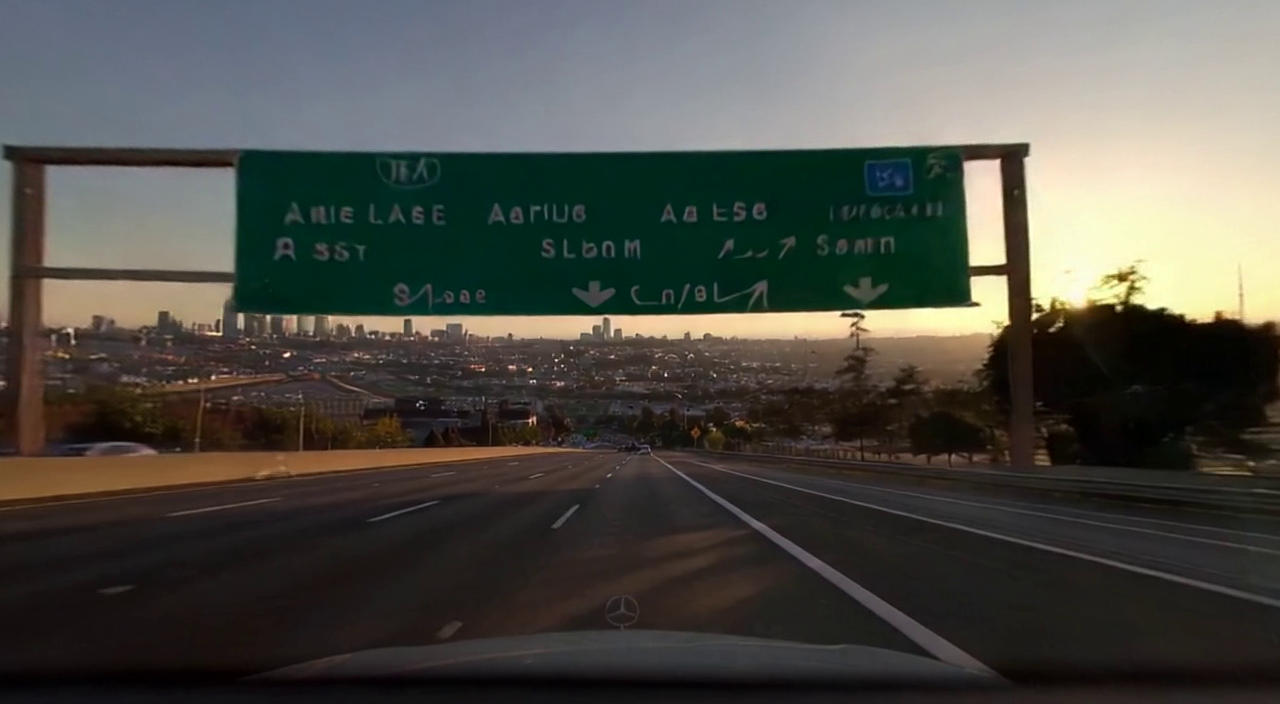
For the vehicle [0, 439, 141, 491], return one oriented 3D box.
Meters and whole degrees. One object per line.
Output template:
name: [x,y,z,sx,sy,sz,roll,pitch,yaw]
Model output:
vehicle: [-19.036,3.669,20.706,1.784,1.512,4.079,0,-9,1]
